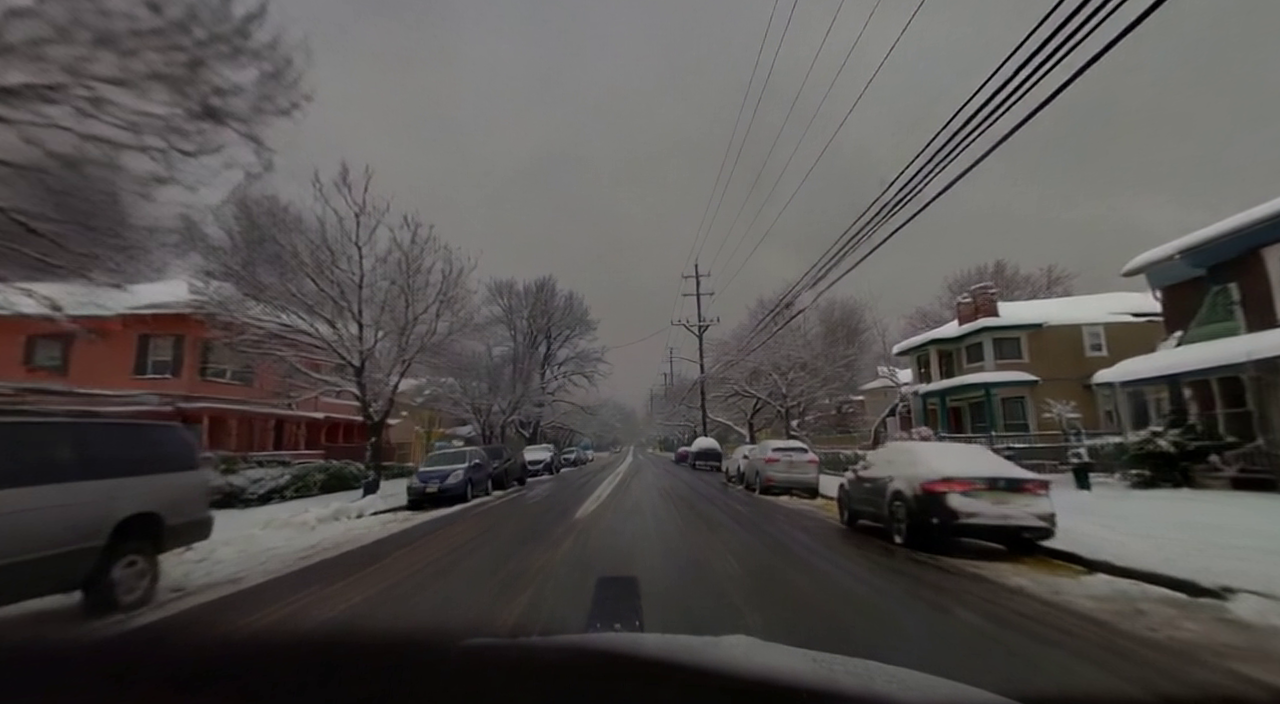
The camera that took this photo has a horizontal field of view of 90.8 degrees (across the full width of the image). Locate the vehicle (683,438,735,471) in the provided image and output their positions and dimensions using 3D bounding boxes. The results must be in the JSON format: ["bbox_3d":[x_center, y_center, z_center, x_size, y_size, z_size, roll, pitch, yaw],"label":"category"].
[{"bbox_3d":[4.109,6.236,38.688,2.279,1.848,5.577,0,-9,-3],"label":"vehicle"}]

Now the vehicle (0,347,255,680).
[{"bbox_3d":[-5.274,1.067,3.993,2.242,2.135,5.566,-2,-8,-1],"label":"vehicle"}]

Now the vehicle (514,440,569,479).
[{"bbox_3d":[-5.406,5.946,35.442,2.285,1.895,5.883,-3,-8,-2],"label":"vehicle"}]

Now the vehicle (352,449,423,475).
[{"bbox_3d":[-17.611,7.656,44.260,4.184,1.620,1.852,-2,-8,1],"label":"vehicle"}]

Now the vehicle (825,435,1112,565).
[{"bbox_3d":[4.334,1.985,9.320,1.893,1.437,4.369,0,-8,0],"label":"vehicle"}]

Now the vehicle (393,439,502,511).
[{"bbox_3d":[-5.437,3.475,18.396,1.873,1.709,4.206,-4,-8,-1],"label":"vehicle"}]

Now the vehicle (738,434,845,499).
[{"bbox_3d":[4.178,3.244,18.290,1.979,1.620,4.684,0,-8,1],"label":"vehicle"}]
